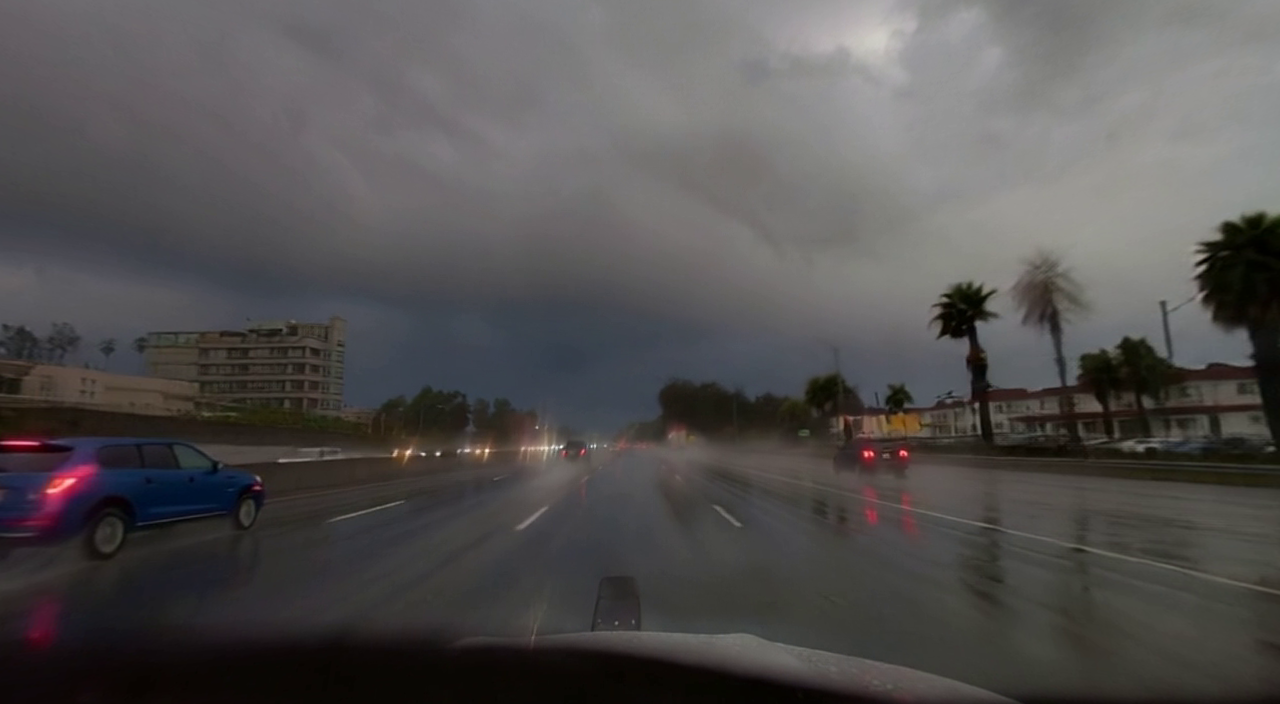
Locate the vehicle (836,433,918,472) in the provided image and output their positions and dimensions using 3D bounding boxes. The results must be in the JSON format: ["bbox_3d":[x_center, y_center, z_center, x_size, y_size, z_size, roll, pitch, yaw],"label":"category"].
[{"bbox_3d":[11.768,5.025,31.769,2.168,1.792,4.457,0,-9,-3],"label":"vehicle"}]

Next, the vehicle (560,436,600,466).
[{"bbox_3d":[-4.059,6.807,43.427,2.225,1.967,4.673,0,-9,1],"label":"vehicle"}]

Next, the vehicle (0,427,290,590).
[{"bbox_3d":[-6.902,1.791,8.043,2.018,1.480,4.999,0,-9,0],"label":"vehicle"}]
